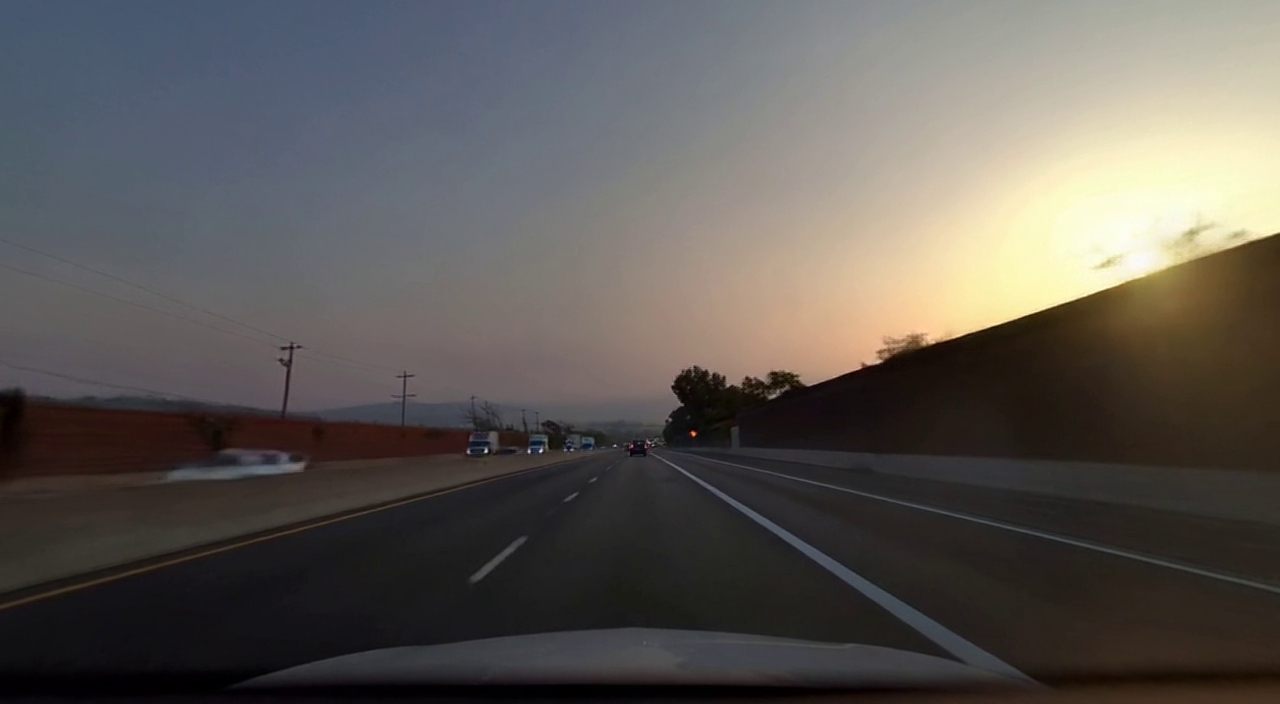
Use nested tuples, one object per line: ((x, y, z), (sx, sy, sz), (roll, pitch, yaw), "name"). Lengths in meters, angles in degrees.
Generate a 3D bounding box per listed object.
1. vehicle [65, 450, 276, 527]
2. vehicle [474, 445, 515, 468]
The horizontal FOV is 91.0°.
((-10.534, 3.038, 14.567), (1.821, 1.477, 3.939), (0, -8, 0), "vehicle")
((-10.398, 7.489, 45.269), (1.934, 1.497, 4.181), (0, -8, 0), "vehicle")
